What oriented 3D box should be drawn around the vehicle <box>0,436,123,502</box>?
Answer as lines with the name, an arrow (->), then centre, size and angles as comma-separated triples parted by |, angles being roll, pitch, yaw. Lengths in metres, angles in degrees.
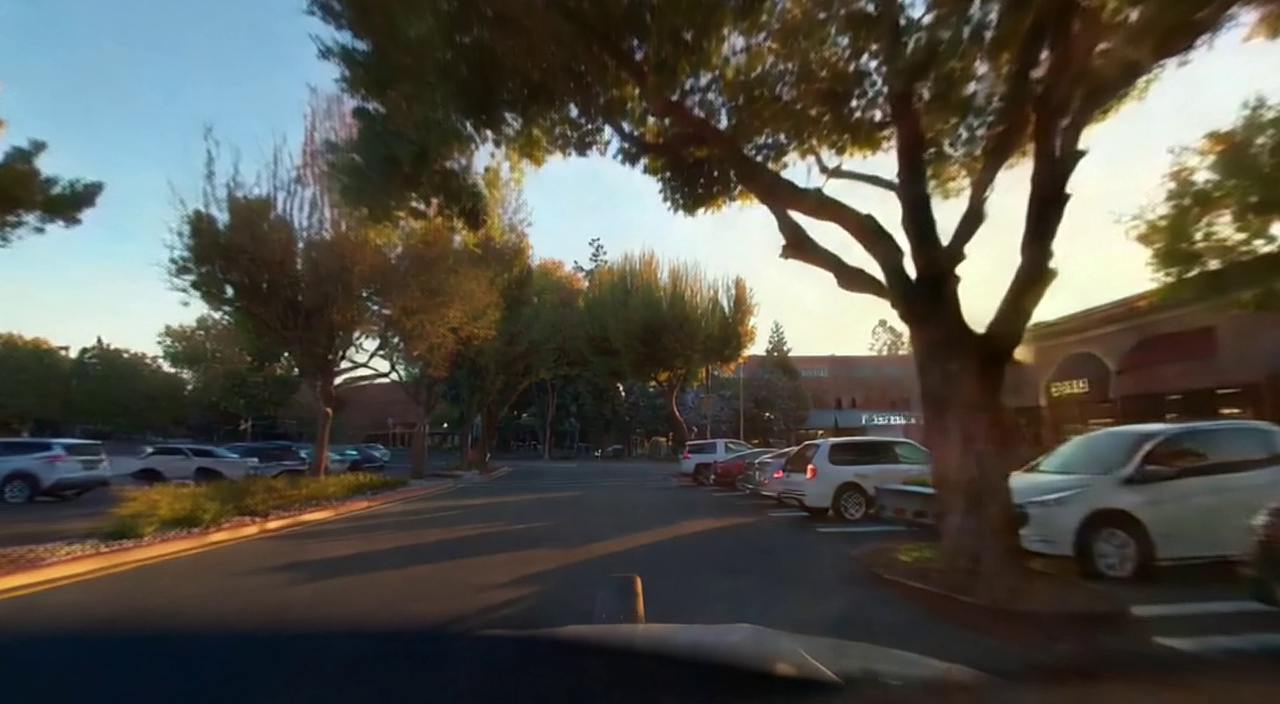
vehicle -> -15.697, 2.880, 15.713 | 4.197, 1.526, 1.977 | 7, -11, -40

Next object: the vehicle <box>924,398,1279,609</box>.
vehicle -> 5.963, 1.551, 7.074 | 4.409, 1.892, 2.298 | 0, -8, -4

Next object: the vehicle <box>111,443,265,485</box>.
vehicle -> -17.609, 4.333, 24.807 | 4.651, 1.494, 1.914 | 6, -11, -37

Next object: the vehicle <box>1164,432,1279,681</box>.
vehicle -> 6.017, 1.210, 3.694 | 4.298, 1.476, 1.921 | 1, -8, -5
